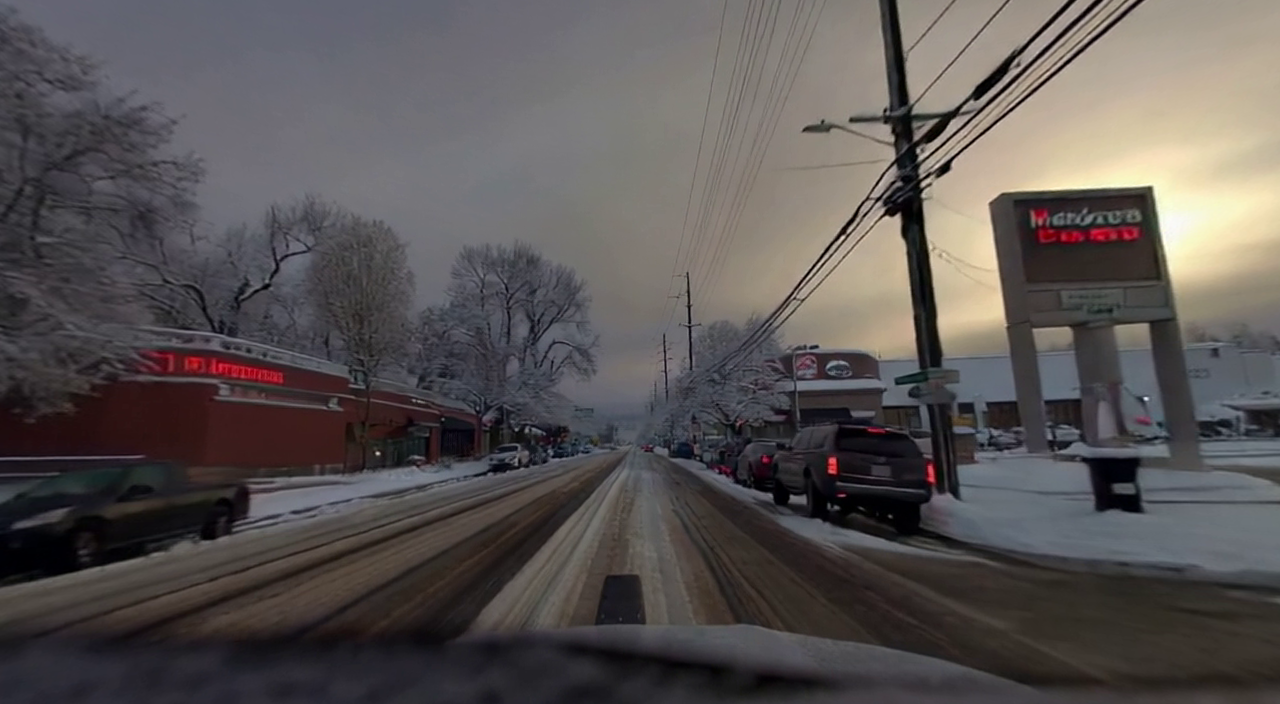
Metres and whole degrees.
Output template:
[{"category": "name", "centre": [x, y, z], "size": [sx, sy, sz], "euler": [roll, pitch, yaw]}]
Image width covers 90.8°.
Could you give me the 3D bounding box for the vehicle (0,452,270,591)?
[{"category": "vehicle", "centre": [-7.715, 2.320, 9.407], "size": [1.872, 1.455, 4.350], "euler": [-3, -8, -1]}]

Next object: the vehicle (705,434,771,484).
[{"category": "vehicle", "centre": [4.032, 4.489, 26.869], "size": [2.011, 1.902, 4.763], "euler": [0, -9, 0]}]

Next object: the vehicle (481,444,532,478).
[{"category": "vehicle", "centre": [-7.774, 6.365, 37.204], "size": [1.992, 1.676, 4.429], "euler": [-4, -8, 0]}]

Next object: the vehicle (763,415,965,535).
[{"category": "vehicle", "centre": [4.074, 2.324, 12.559], "size": [2.080, 1.893, 4.699], "euler": [0, -9, -3]}]
